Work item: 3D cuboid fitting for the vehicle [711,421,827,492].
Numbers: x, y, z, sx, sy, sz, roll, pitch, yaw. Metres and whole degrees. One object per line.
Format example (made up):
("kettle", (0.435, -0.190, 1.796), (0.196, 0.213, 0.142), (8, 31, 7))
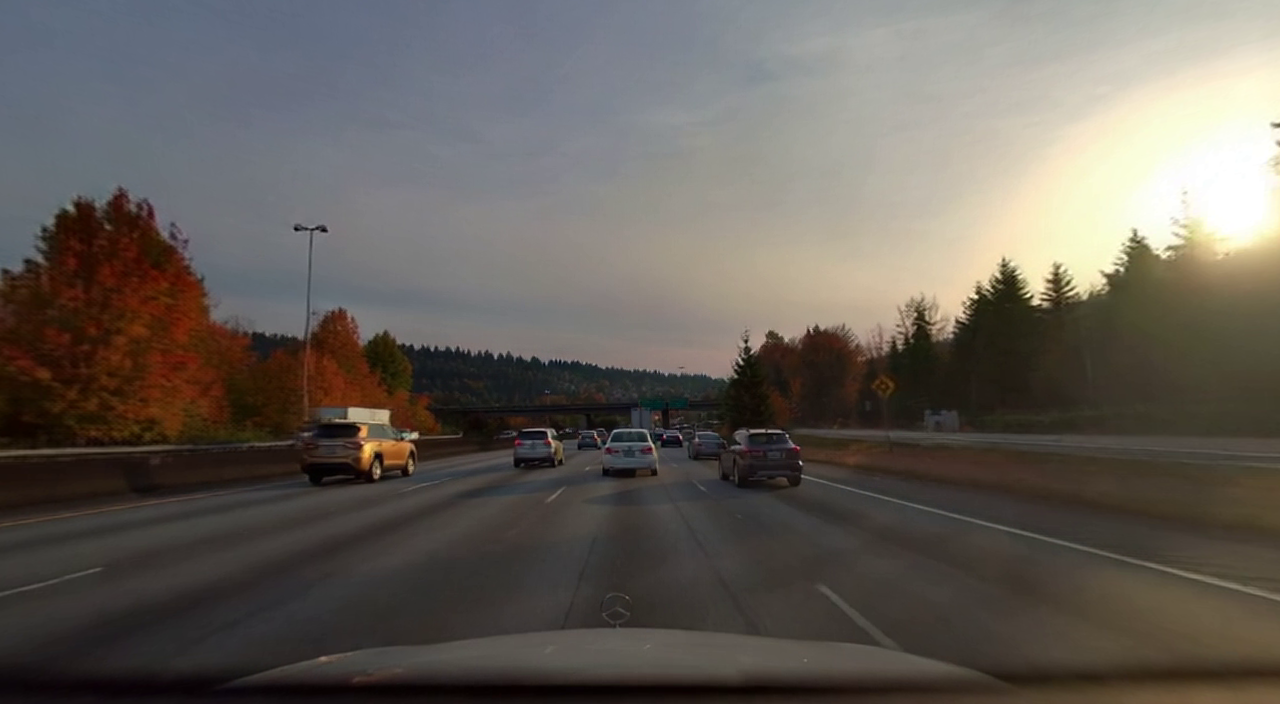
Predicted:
("vehicle", (3.274, 2.733, 16.924), (2.095, 1.650, 4.331), (0, -8, -1))

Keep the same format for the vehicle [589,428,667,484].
("vehicle", (-0.301, 3.108, 19.193), (2.111, 1.494, 4.364), (0, -8, 1))

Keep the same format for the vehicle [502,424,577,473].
("vehicle", (-3.673, 3.623, 23.822), (2.064, 1.672, 4.277), (0, -8, 1))

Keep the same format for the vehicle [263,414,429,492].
("vehicle", (-7.524, 2.626, 16.778), (2.117, 1.779, 4.745), (0, -8, 0))
